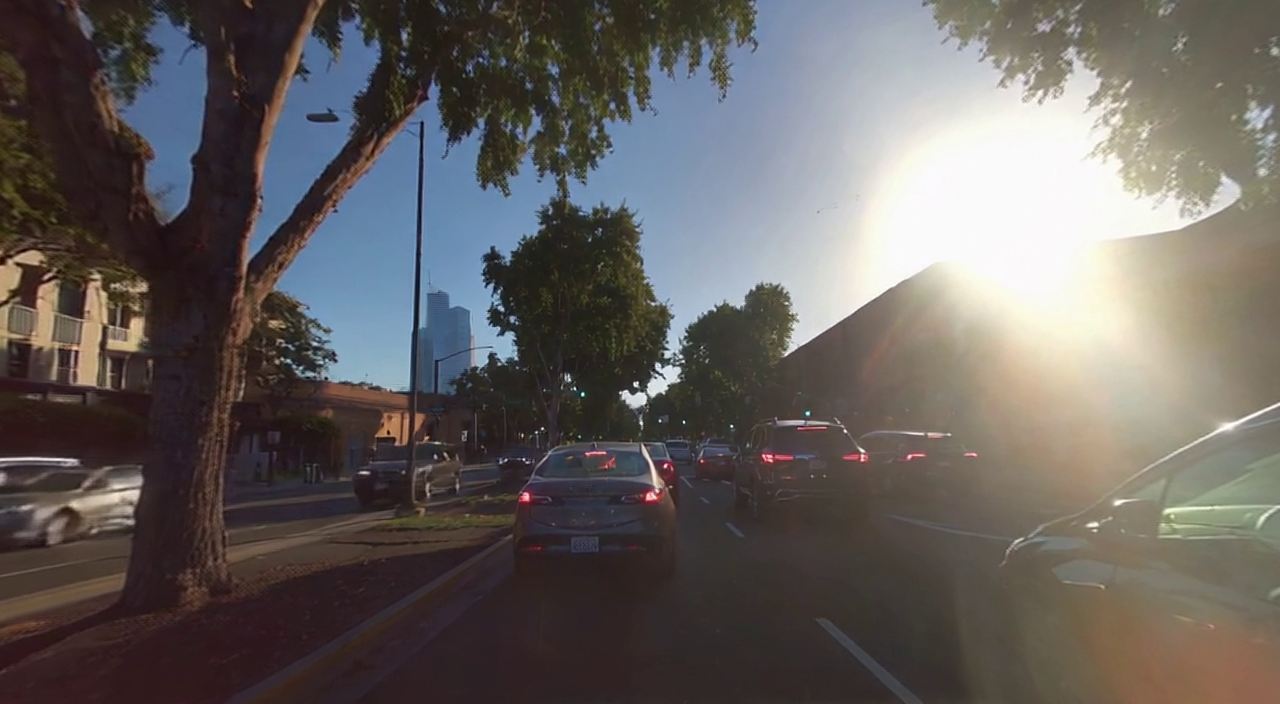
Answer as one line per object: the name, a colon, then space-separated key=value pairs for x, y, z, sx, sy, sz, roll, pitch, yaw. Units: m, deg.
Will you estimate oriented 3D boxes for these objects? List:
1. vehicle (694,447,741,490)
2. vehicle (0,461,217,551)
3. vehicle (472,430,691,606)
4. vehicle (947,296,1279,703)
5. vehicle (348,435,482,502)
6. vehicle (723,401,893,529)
vehicle: x=3.219 y=4.911 z=26.772 sx=1.518 sy=1.650 sz=4.408 roll=0 pitch=-9 yaw=1
vehicle: x=-12.729 y=3.473 z=14.891 sx=2.005 sy=1.660 sz=4.676 roll=0 pitch=-9 yaw=1
vehicle: x=-0.536 y=1.912 z=8.147 sx=2.111 sy=1.676 sz=4.018 roll=0 pitch=-9 yaw=1
vehicle: x=3.159 y=0.809 z=2.165 sx=1.982 sy=1.960 sz=4.427 roll=0 pitch=-9 yaw=1
vehicle: x=-8.632 y=4.526 z=25.009 sx=2.815 sy=2.263 sz=6.416 roll=0 pitch=-9 yaw=1
vehicle: x=3.658 y=2.643 z=15.213 sx=2.516 sy=2.481 sz=5.766 roll=0 pitch=-9 yaw=0
